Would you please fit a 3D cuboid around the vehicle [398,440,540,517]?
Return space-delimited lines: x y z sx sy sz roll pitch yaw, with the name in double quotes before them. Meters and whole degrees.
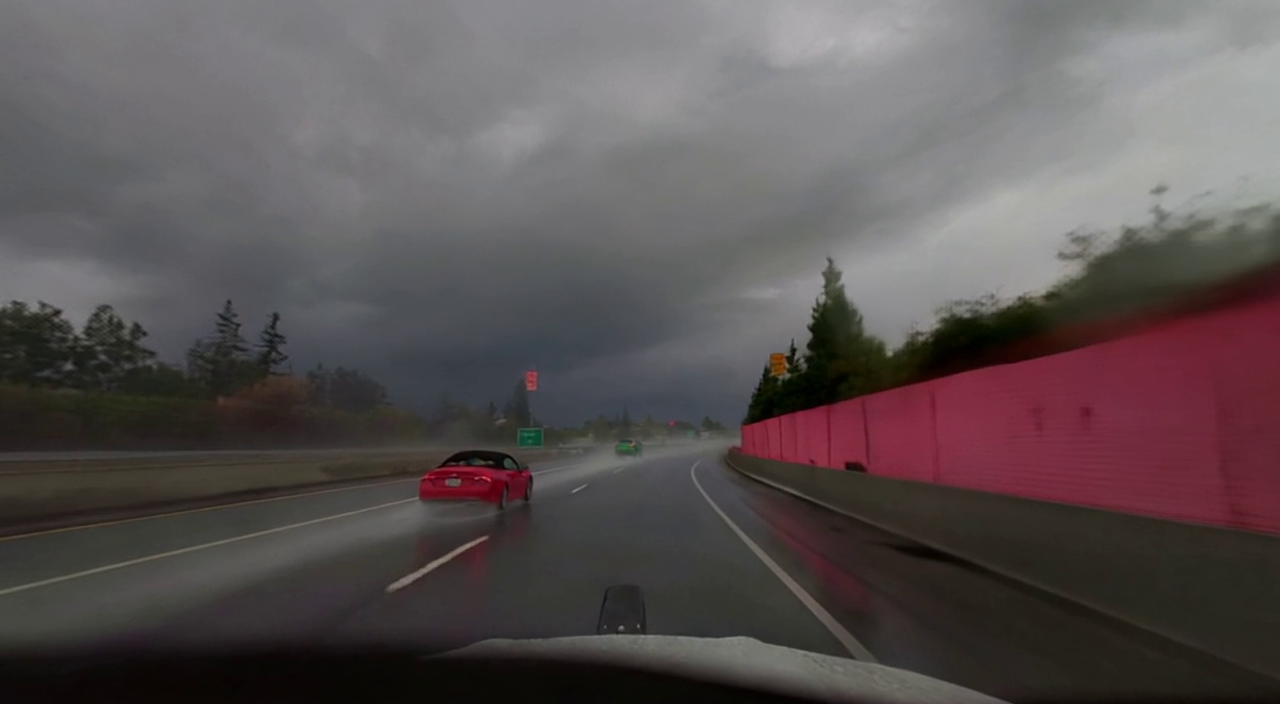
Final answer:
"vehicle" -3.536 2.702 13.984 1.746 1.405 4.339 -1 -9 3

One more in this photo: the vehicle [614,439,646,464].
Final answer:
"vehicle" -0.681 7.176 45.462 1.833 1.697 3.984 -1 -9 7
